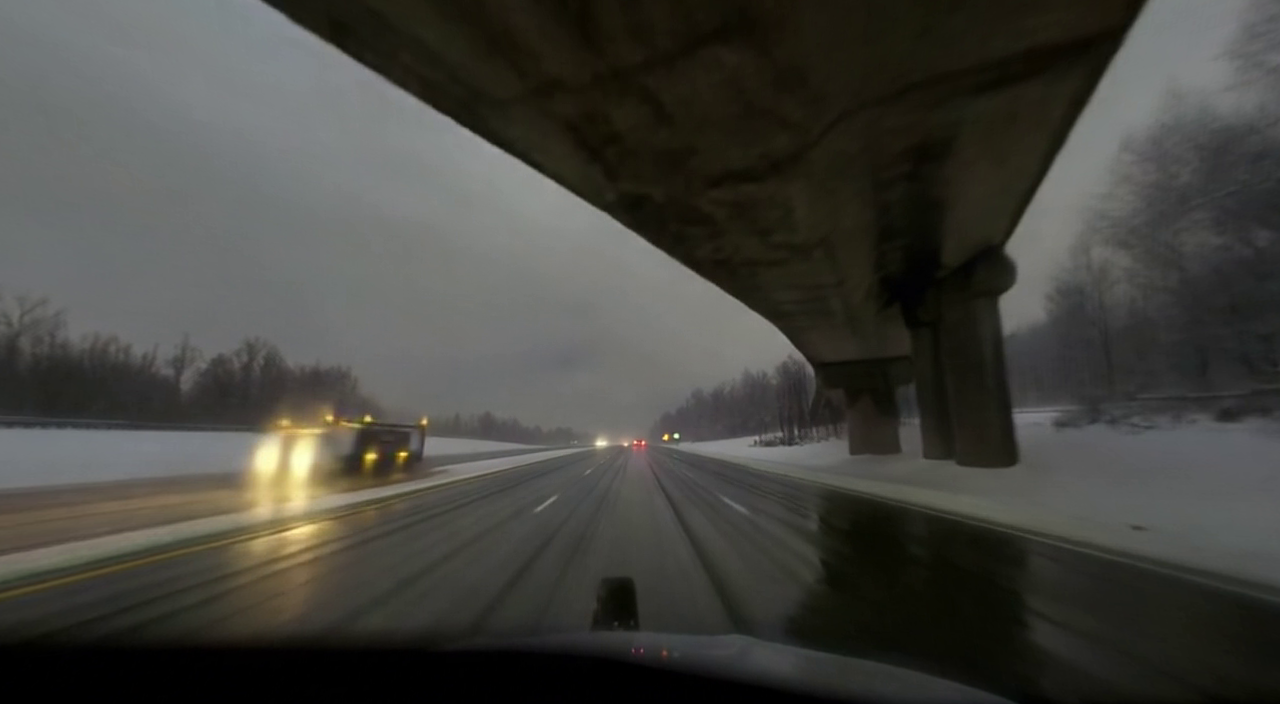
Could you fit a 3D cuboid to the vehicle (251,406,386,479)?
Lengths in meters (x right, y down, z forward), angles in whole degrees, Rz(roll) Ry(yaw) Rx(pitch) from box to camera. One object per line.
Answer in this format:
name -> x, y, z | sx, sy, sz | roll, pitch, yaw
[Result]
vehicle -> -17.399, 5.028, 35.000 | 2.879, 3.519, 8.685 | 0, -8, 0
